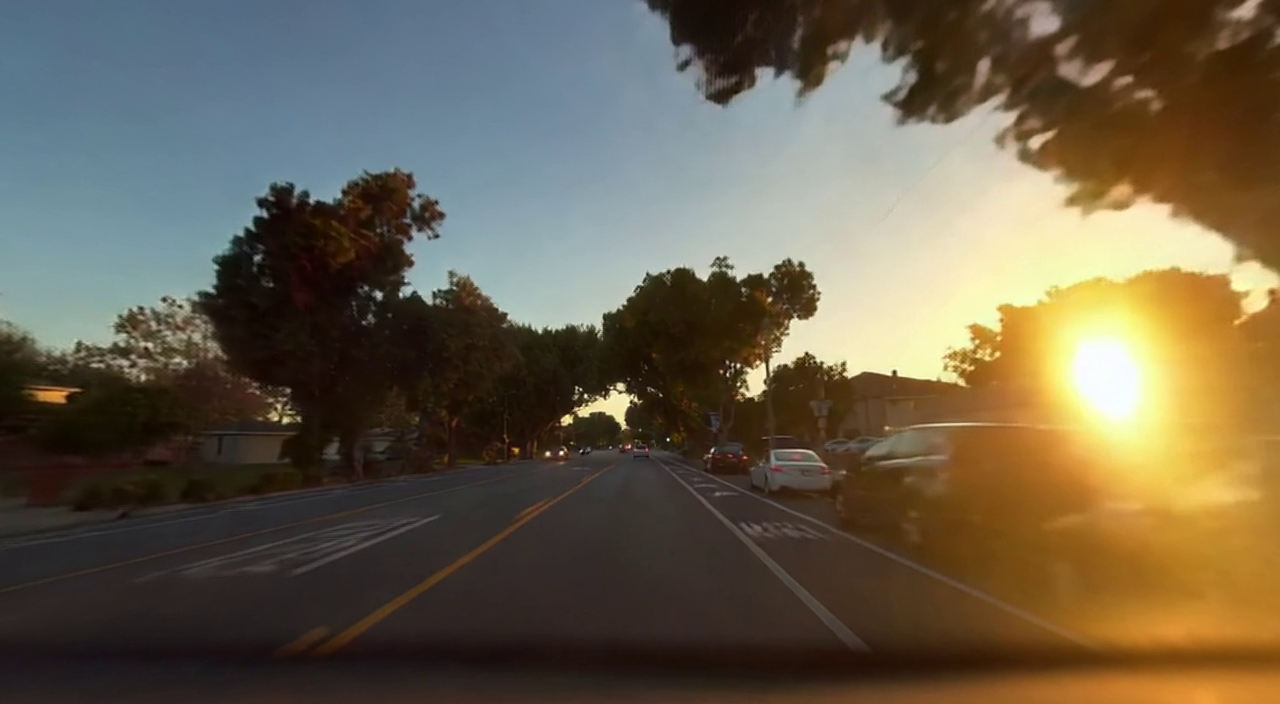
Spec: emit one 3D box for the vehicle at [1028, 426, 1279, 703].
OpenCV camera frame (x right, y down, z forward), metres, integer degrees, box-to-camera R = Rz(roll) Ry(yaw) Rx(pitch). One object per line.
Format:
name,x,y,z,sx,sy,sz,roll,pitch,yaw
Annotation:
vehicle,4.319,1.134,3.199,1.918,1.510,4.323,0,-9,0

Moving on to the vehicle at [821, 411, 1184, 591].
vehicle,4.240,1.810,8.598,2.018,1.741,4.772,0,-9,-1

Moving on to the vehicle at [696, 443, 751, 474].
vehicle,4.416,5.761,34.305,2.154,1.550,5.785,0,-9,-1

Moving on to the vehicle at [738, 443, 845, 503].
vehicle,4.195,3.418,18.340,1.968,1.482,4.991,0,-9,1
